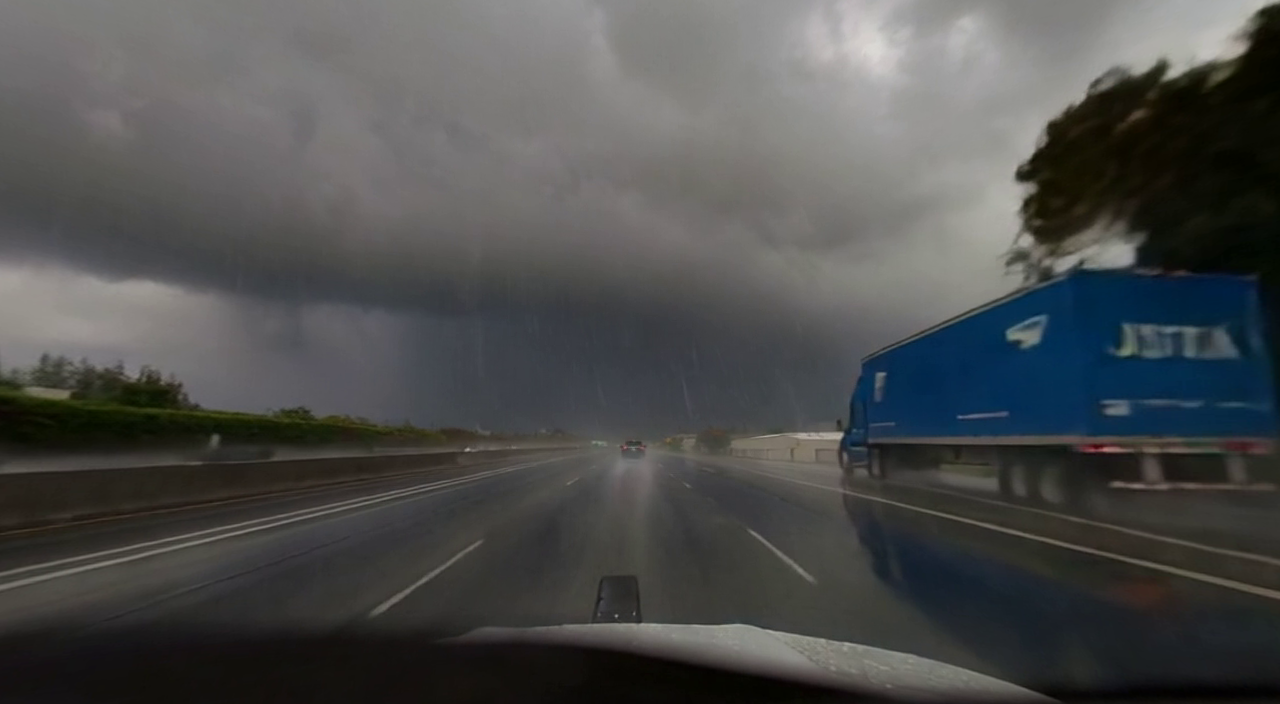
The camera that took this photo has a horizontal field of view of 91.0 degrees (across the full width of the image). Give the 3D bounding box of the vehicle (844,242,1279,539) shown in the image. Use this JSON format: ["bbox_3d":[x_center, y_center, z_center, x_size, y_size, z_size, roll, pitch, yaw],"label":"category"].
[{"bbox_3d":[9.138,1.665,16.887,3.469,3.986,17.065,-1,-8,6],"label":"vehicle"}]
